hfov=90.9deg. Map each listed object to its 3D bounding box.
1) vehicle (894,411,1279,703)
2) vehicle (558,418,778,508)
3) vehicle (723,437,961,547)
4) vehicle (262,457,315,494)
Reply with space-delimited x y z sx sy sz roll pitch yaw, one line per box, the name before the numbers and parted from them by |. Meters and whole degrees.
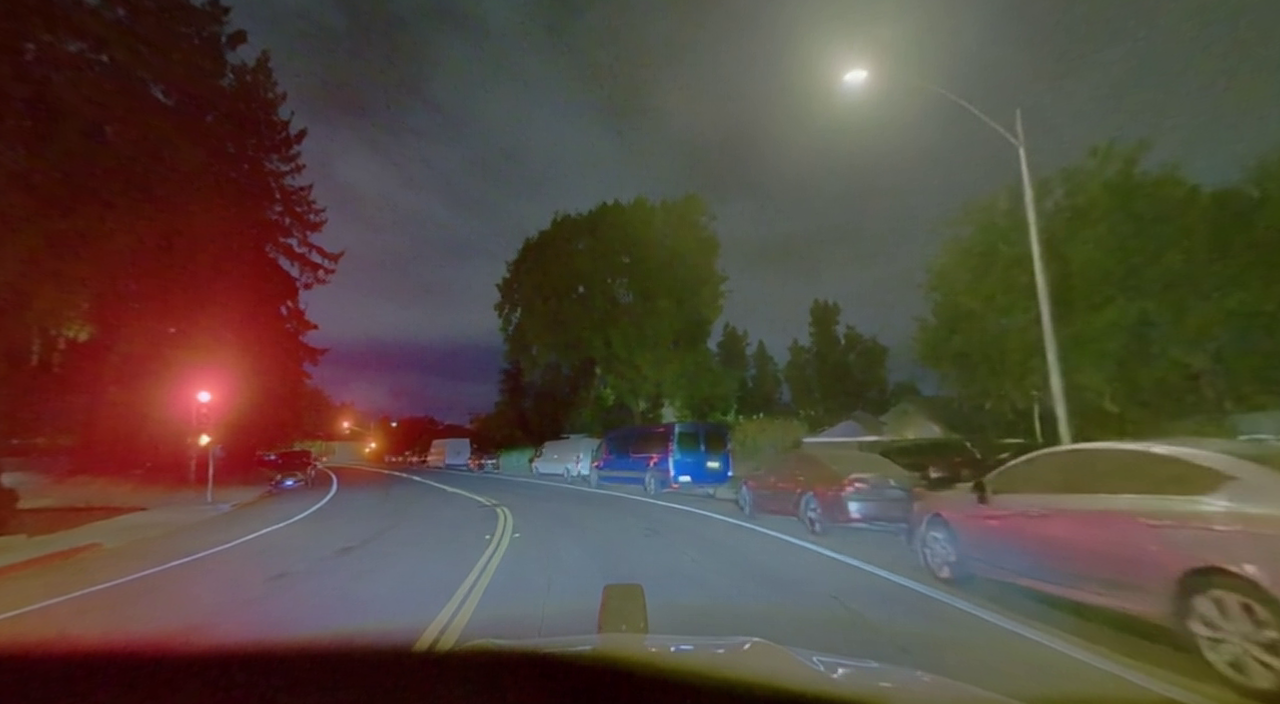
vehicle | 3.928 1.285 4.719 1.961 1.456 4.569 0 -9 -3
vehicle | 0.184 3.609 20.907 3.041 2.164 10.370 2 -10 -23
vehicle | 3.137 2.290 11.042 1.957 1.479 4.554 2 -9 -11
vehicle | -16.299 5.669 29.266 1.950 1.489 4.214 3 -10 -28
